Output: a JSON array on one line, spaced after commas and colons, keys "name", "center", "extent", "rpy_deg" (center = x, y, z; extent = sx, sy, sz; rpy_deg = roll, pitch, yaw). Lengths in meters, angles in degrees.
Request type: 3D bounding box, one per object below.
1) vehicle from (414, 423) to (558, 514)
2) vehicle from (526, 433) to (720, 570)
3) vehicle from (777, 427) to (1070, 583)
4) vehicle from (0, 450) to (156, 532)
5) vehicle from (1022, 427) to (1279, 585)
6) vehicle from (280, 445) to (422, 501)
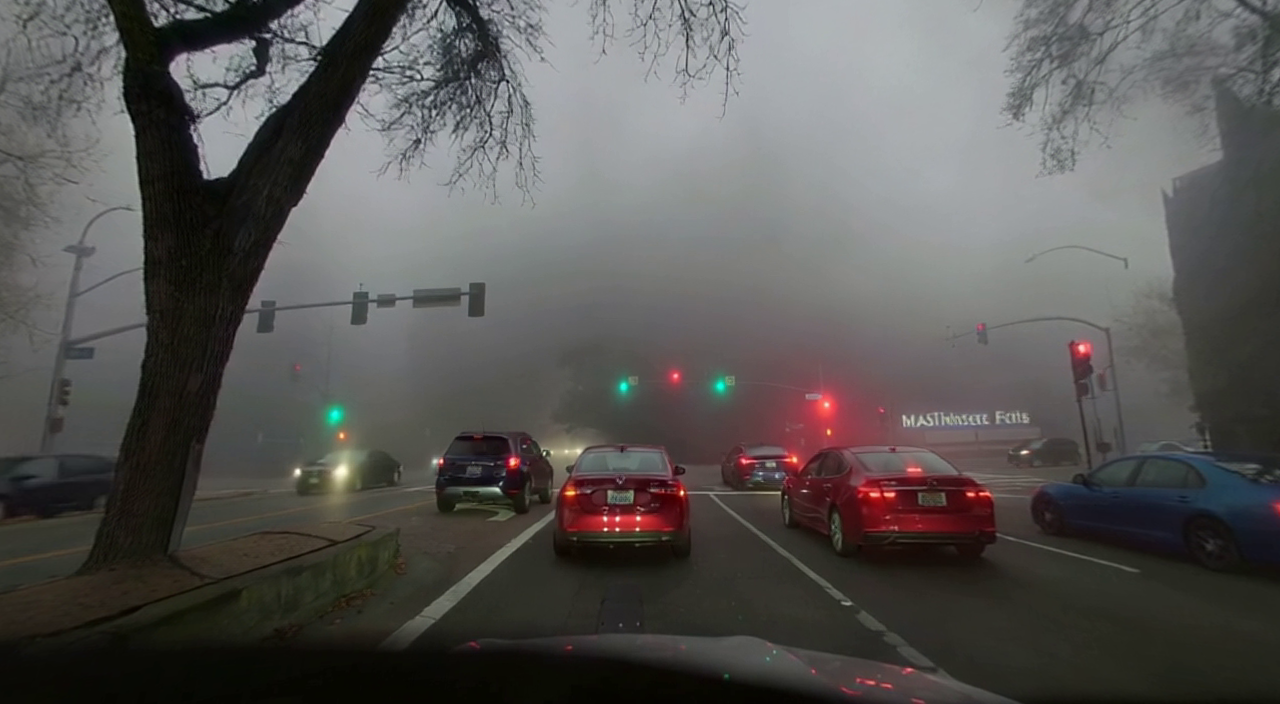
[{"name": "vehicle", "center": [-3.439, 2.729, 15.379], "extent": [2.160, 1.823, 5.115], "rpy_deg": [0, -8, 1]}, {"name": "vehicle", "center": [-0.149, 1.921, 8.883], "extent": [2.098, 1.477, 3.897], "rpy_deg": [0, -8, 1]}, {"name": "vehicle", "center": [3.245, 1.814, 8.342], "extent": [2.020, 1.513, 4.120], "rpy_deg": [0, -8, 1]}, {"name": "vehicle", "center": [-12.631, 2.760, 12.924], "extent": [1.872, 1.463, 4.455], "rpy_deg": [0, -8, 1]}, {"name": "vehicle", "center": [7.194, 1.742, 7.834], "extent": [2.004, 1.508, 4.646], "rpy_deg": [0, -8, 0]}, {"name": "vehicle", "center": [-8.351, 3.502, 18.819], "extent": [2.045, 1.438, 4.480], "rpy_deg": [0, -8, 1]}]
